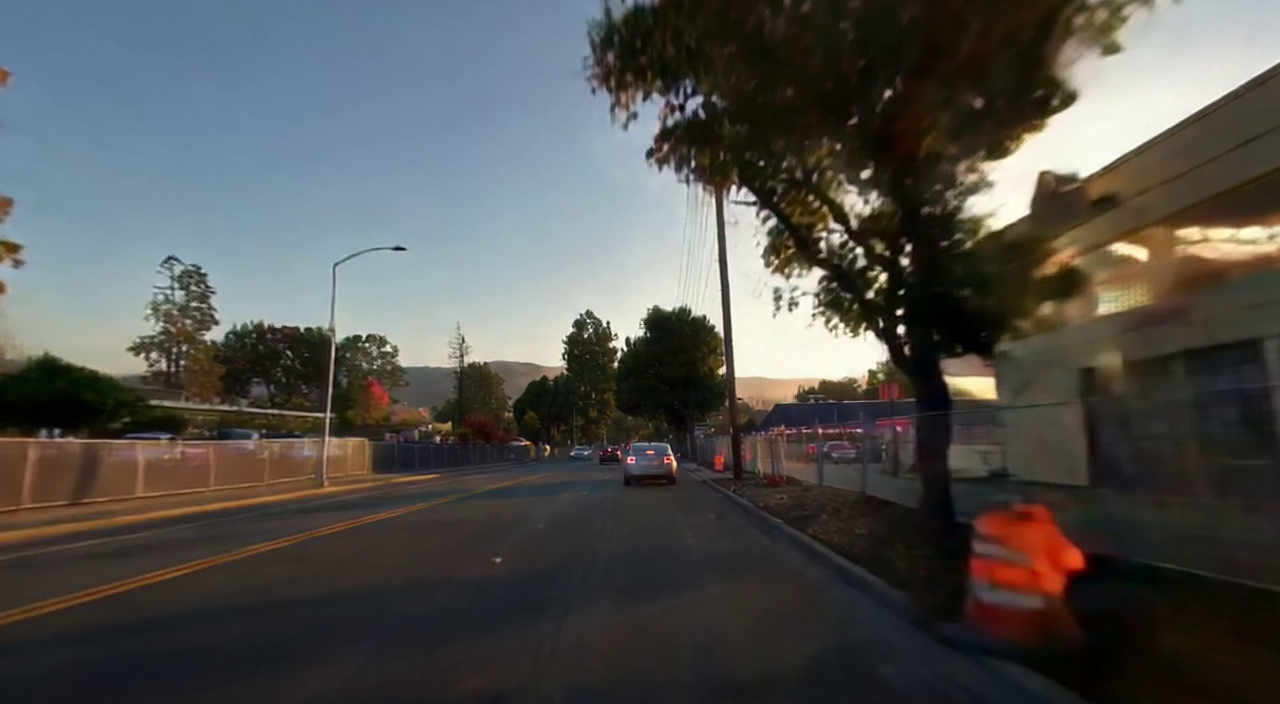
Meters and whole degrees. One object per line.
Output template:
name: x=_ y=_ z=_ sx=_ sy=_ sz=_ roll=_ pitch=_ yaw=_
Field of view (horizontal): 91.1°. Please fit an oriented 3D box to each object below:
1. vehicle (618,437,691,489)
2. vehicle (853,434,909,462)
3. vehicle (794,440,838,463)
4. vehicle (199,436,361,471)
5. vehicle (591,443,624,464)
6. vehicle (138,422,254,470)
vehicle: x=0.401 y=3.564 z=20.557 sx=2.144 sy=1.514 sz=4.063 roll=0 pitch=-9 yaw=0
vehicle: x=16.430 y=6.572 z=43.042 sx=2.101 sy=1.825 sz=4.700 roll=0 pitch=-9 yaw=2
vehicle: x=12.155 y=6.919 z=43.588 sx=1.970 sy=1.501 sz=4.514 roll=0 pitch=-9 yaw=3
vehicle: x=-27.522 y=7.913 z=49.724 sx=2.951 sy=2.274 sz=15.187 roll=0 pitch=-8 yaw=5
vehicle: x=-2.496 y=7.942 z=49.246 sx=2.208 sy=1.520 sz=4.358 roll=0 pitch=-9 yaw=2
vehicle: x=-31.639 y=6.669 z=45.130 sx=2.945 sy=3.103 sz=6.716 roll=0 pitch=-7 yaw=5
